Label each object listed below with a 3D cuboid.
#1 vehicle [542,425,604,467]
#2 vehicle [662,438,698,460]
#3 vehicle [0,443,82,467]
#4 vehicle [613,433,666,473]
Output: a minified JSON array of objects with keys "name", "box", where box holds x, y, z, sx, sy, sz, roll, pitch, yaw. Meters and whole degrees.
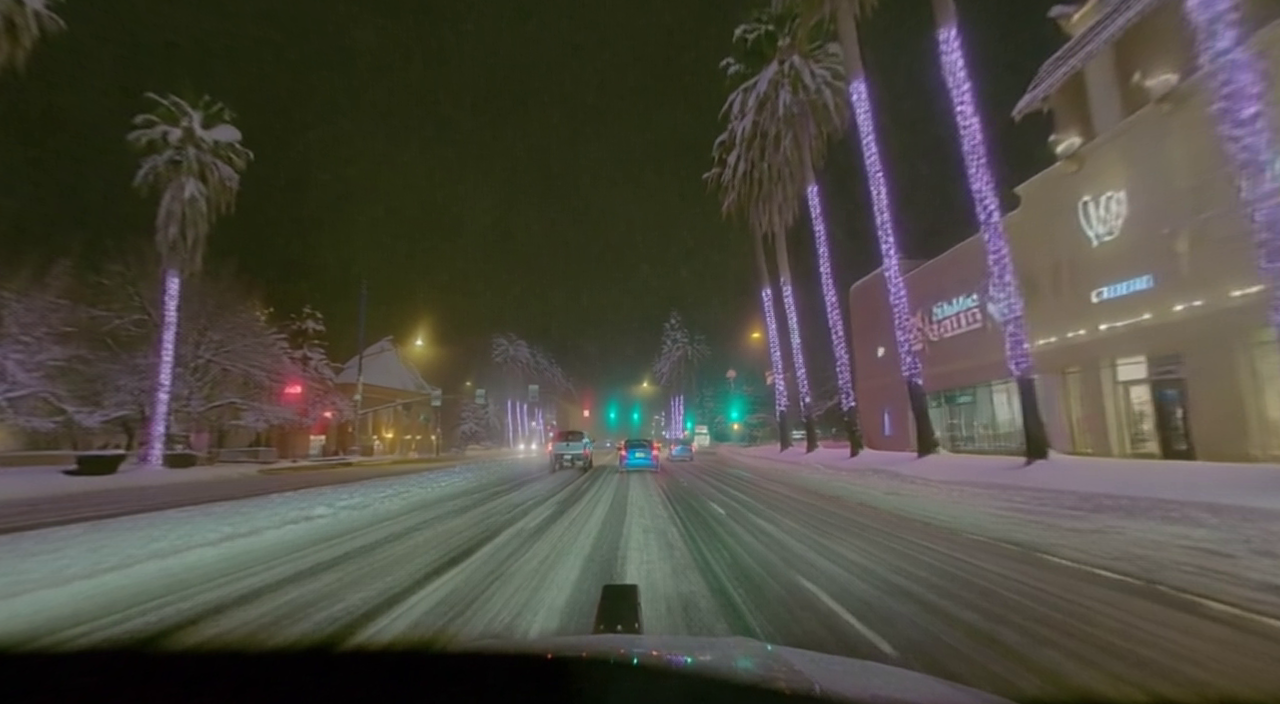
[{"name":"vehicle","box":[-3.454,5.018,33.796,2.672,2.064,5.681,0,-9,0]},{"name":"vehicle","box":[2.748,6.763,44.182,2.085,1.482,4.491,0,-9,-2]},{"name":"vehicle","box":[-46.408,7.919,48.834,4.584,1.820,2.011,0,-9,-2]},{"name":"vehicle","box":[-0.083,4.406,27.736,2.160,1.615,4.117,0,-9,-2]}]
